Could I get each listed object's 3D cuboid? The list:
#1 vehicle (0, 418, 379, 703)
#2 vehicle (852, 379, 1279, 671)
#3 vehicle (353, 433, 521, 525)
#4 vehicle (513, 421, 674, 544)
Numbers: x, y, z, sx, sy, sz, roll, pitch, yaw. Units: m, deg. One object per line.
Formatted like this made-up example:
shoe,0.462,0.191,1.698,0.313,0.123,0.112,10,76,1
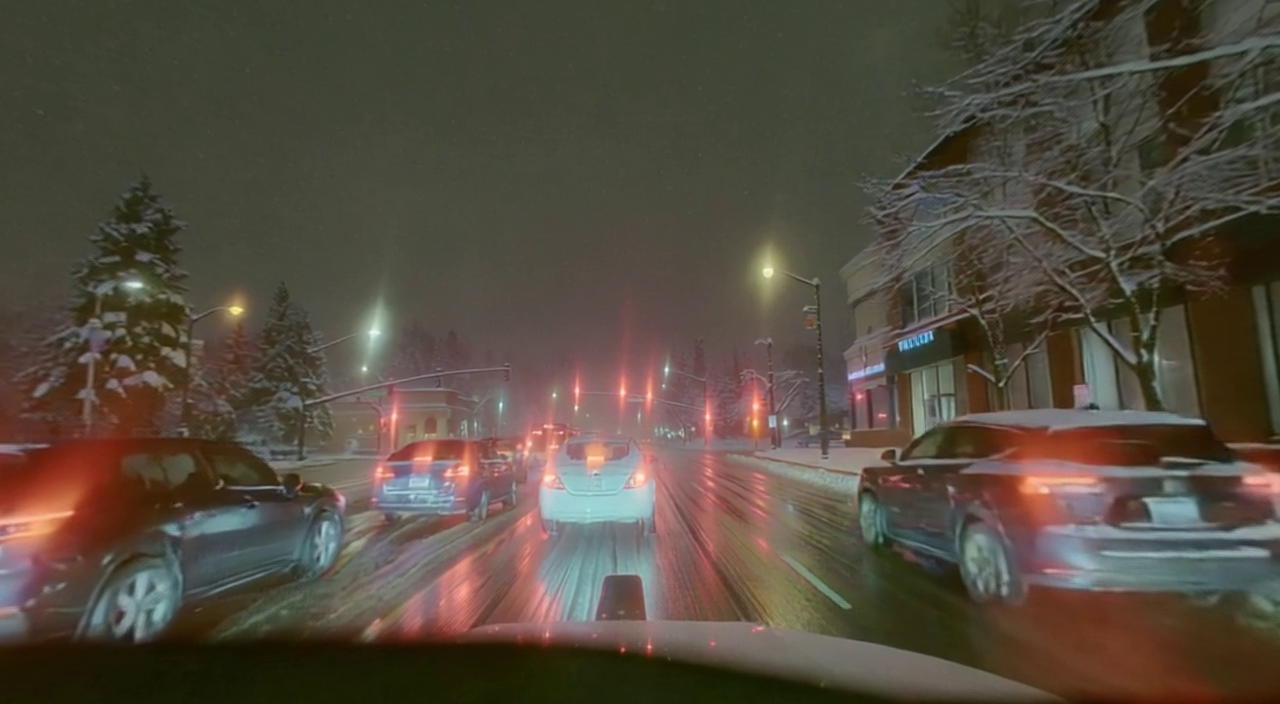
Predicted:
vehicle,-4.127,1.383,5.247,2.020,1.457,4.496,0,-8,0
vehicle,3.780,1.299,5.819,2.097,1.651,4.300,0,-9,-1
vehicle,-3.734,2.400,12.480,1.950,1.487,4.130,0,-9,0
vehicle,-0.617,1.963,10.091,2.042,1.555,3.912,0,-8,-1
